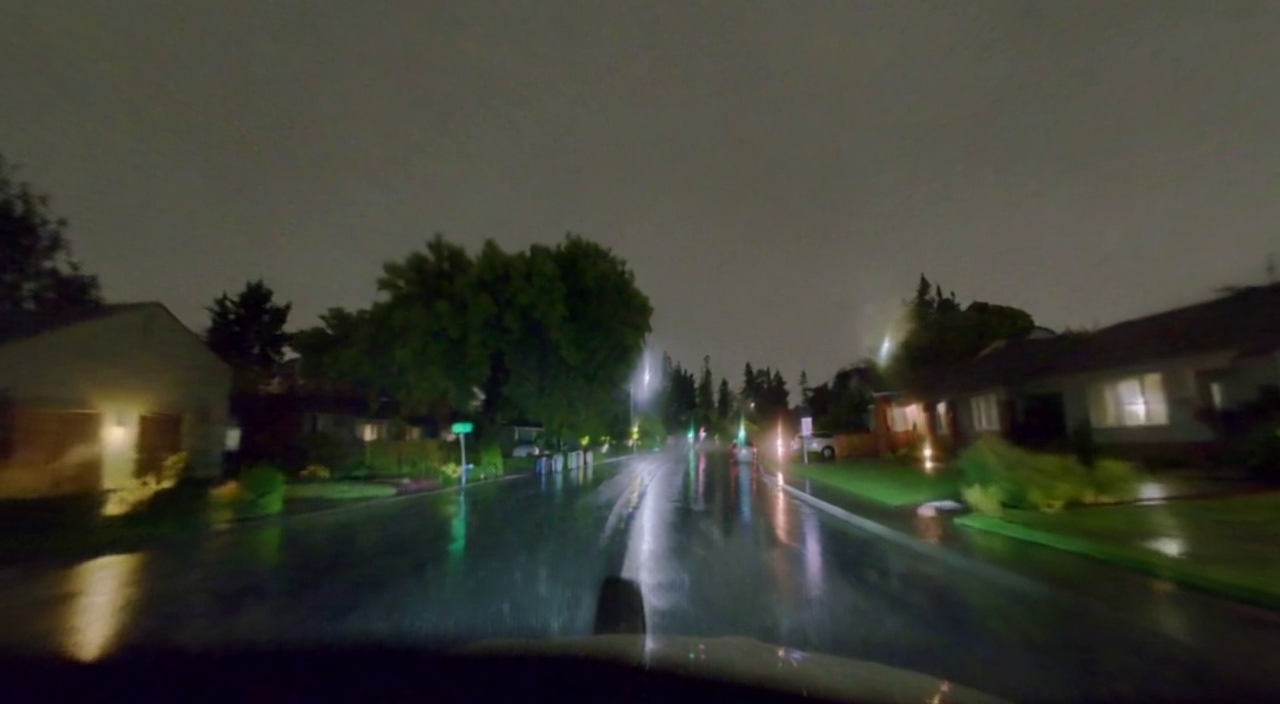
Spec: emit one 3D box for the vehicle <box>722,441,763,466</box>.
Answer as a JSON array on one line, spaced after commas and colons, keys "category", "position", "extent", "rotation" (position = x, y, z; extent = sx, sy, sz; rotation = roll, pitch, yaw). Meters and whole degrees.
[{"category": "vehicle", "position": [6.649, 6.643, 41.565], "extent": [2.088, 1.522, 4.449], "rotation": [-1, -9, 2]}]
